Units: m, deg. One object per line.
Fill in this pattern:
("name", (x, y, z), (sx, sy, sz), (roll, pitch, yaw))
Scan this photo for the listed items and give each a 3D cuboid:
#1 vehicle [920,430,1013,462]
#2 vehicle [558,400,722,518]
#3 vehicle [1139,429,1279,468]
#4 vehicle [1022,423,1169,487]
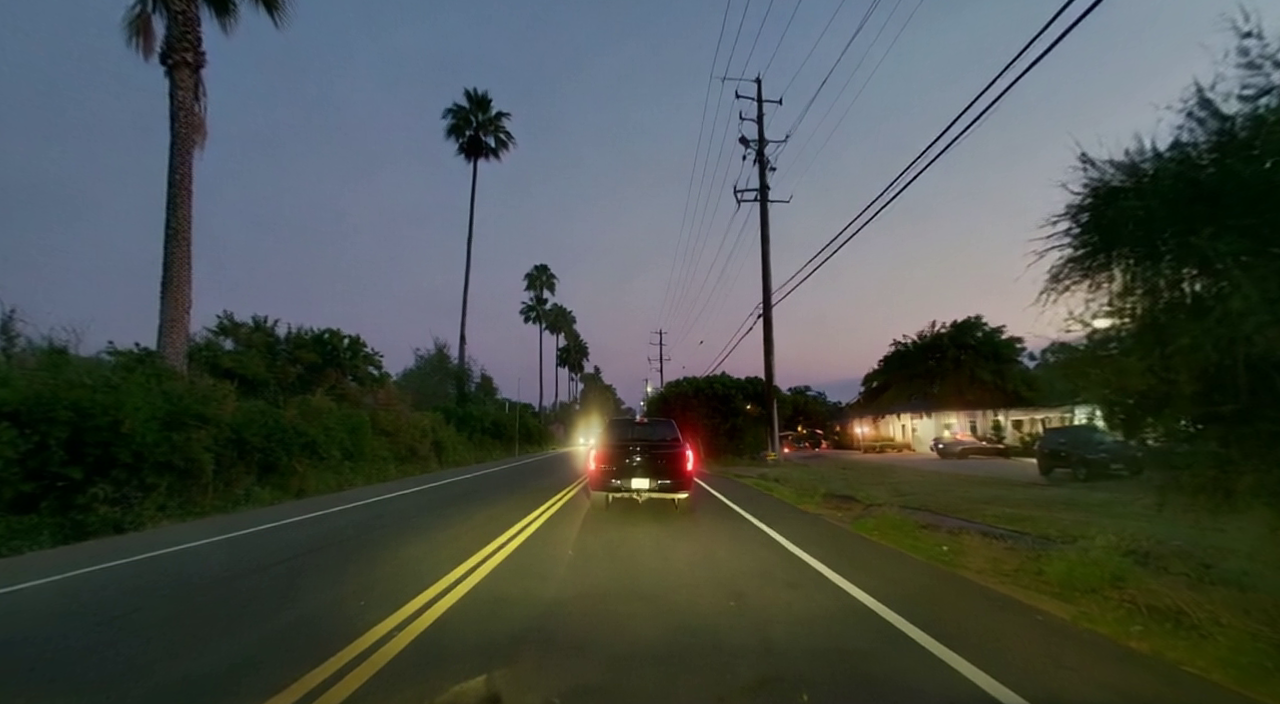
("vehicle", (20.539, 5.982, 40.150), (2.277, 1.836, 6.267), (-1, -9, -3))
("vehicle", (-0.016, 2.314, 14.060), (2.848, 2.047, 5.885), (0, -8, 0))
("vehicle", (24.574, 4.207, 27.365), (4.314, 1.553, 1.948), (0, -11, -7))
("vehicle", (16.081, 3.693, 22.837), (2.338, 1.917, 6.076), (-5, -9, 17))
